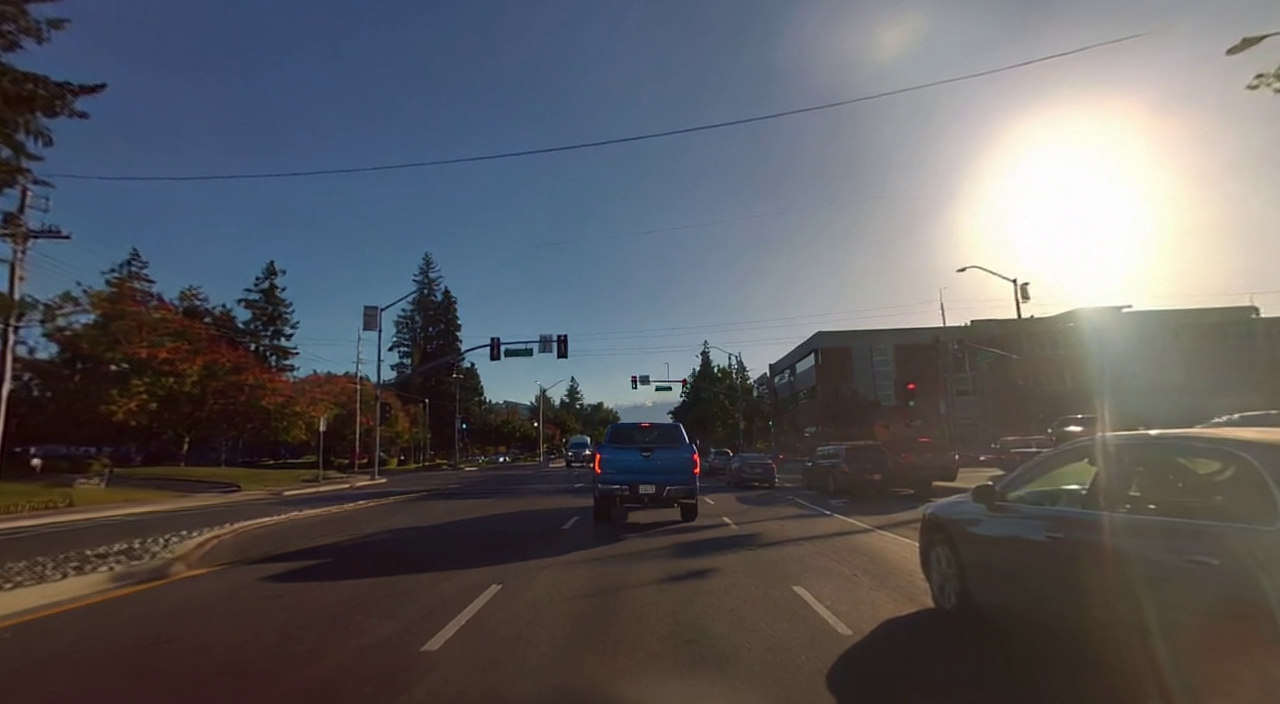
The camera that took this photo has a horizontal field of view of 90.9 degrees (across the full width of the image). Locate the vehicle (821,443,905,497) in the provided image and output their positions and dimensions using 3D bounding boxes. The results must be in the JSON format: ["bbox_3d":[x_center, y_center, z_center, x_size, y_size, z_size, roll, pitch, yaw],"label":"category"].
[{"bbox_3d":[8.176,4.319,23.595,2.080,1.805,4.490,-1,-9,8],"label":"vehicle"}]

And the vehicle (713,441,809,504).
[{"bbox_3d":[3.434,3.510,18.822,1.957,1.646,4.355,0,-8,0],"label":"vehicle"}]

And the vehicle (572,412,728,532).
[{"bbox_3d":[0.149,2.440,13.461,2.636,2.011,5.425,0,-8,0],"label":"vehicle"}]

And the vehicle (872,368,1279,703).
[{"bbox_3d":[3.280,1.064,3.288,2.155,1.667,5.162,0,-8,0],"label":"vehicle"}]
